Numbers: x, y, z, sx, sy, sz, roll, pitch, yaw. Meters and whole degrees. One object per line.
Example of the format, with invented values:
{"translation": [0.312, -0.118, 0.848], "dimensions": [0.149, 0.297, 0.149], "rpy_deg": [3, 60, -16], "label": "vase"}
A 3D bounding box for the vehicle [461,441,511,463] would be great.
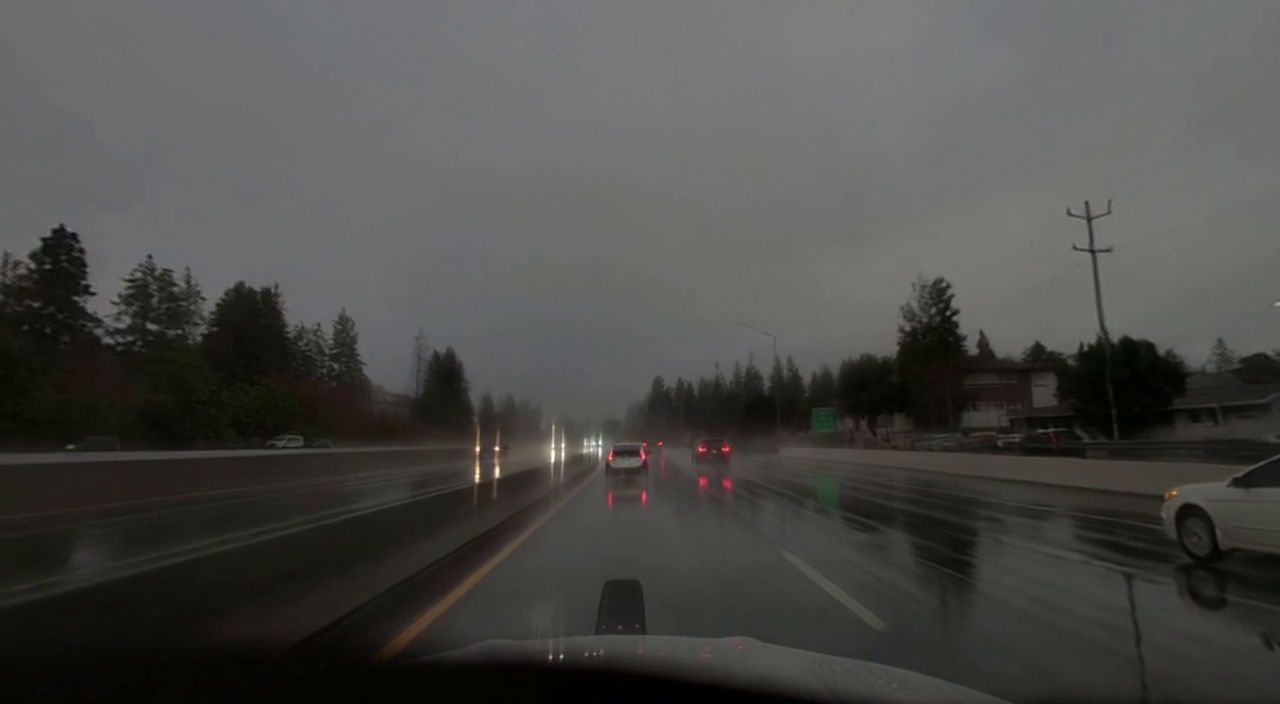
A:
{"translation": [-11.179, 7.298, 46.283], "dimensions": [2.393, 1.522, 4.808], "rpy_deg": [0, -8, 0], "label": "vehicle"}

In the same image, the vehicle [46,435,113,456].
{"translation": [-39.903, 6.656, 45.023], "dimensions": [3.229, 1.360, 1.533], "rpy_deg": [-1, -8, -1], "label": "vehicle"}

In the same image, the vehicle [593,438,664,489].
{"translation": [-0.316, 3.496, 20.162], "dimensions": [2.040, 1.451, 3.736], "rpy_deg": [0, -8, 0], "label": "vehicle"}

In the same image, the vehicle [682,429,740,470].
{"translation": [3.363, 4.765, 30.884], "dimensions": [2.186, 1.842, 4.553], "rpy_deg": [0, -8, -1], "label": "vehicle"}
